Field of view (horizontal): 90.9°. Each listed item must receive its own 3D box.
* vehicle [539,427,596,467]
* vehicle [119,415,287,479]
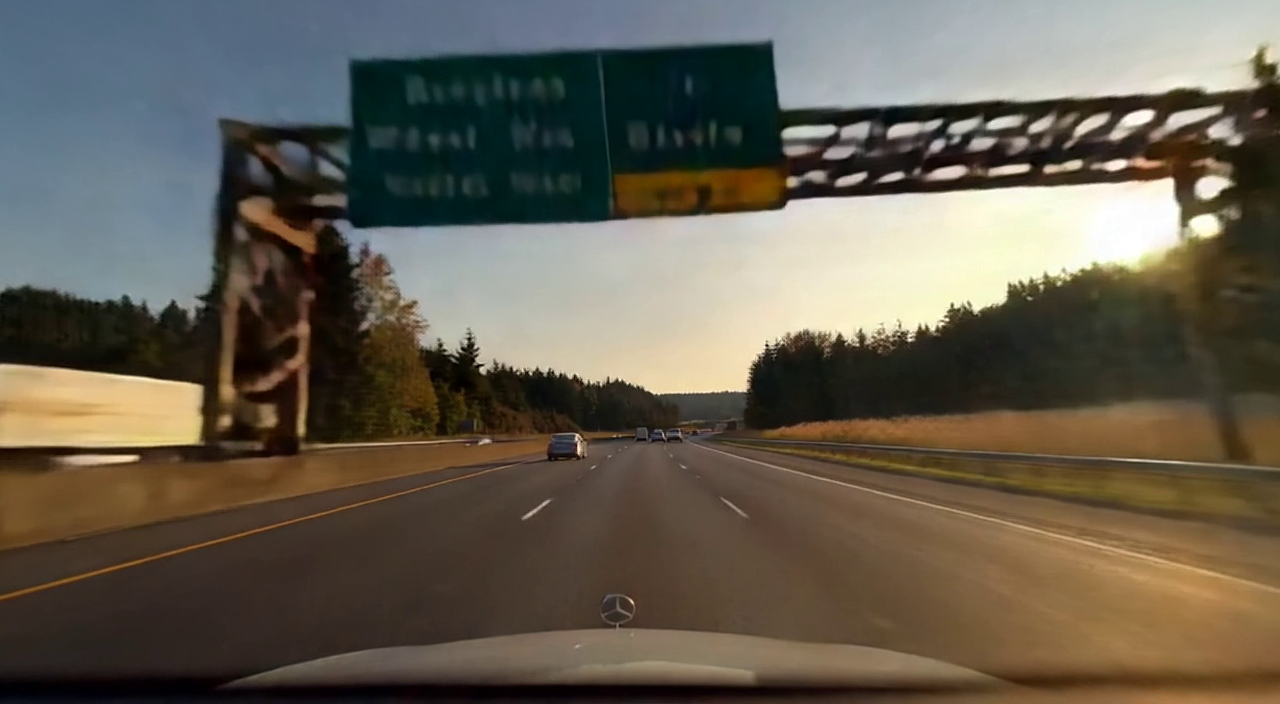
[{"bbox_3d":[-3.221,4.298,28.686,2.084,1.654,4.080,0,-8,0],"label":"vehicle"},{"bbox_3d":[-16.591,3.640,24.501,2.299,2.146,5.917,0,-8,0],"label":"vehicle"}]
